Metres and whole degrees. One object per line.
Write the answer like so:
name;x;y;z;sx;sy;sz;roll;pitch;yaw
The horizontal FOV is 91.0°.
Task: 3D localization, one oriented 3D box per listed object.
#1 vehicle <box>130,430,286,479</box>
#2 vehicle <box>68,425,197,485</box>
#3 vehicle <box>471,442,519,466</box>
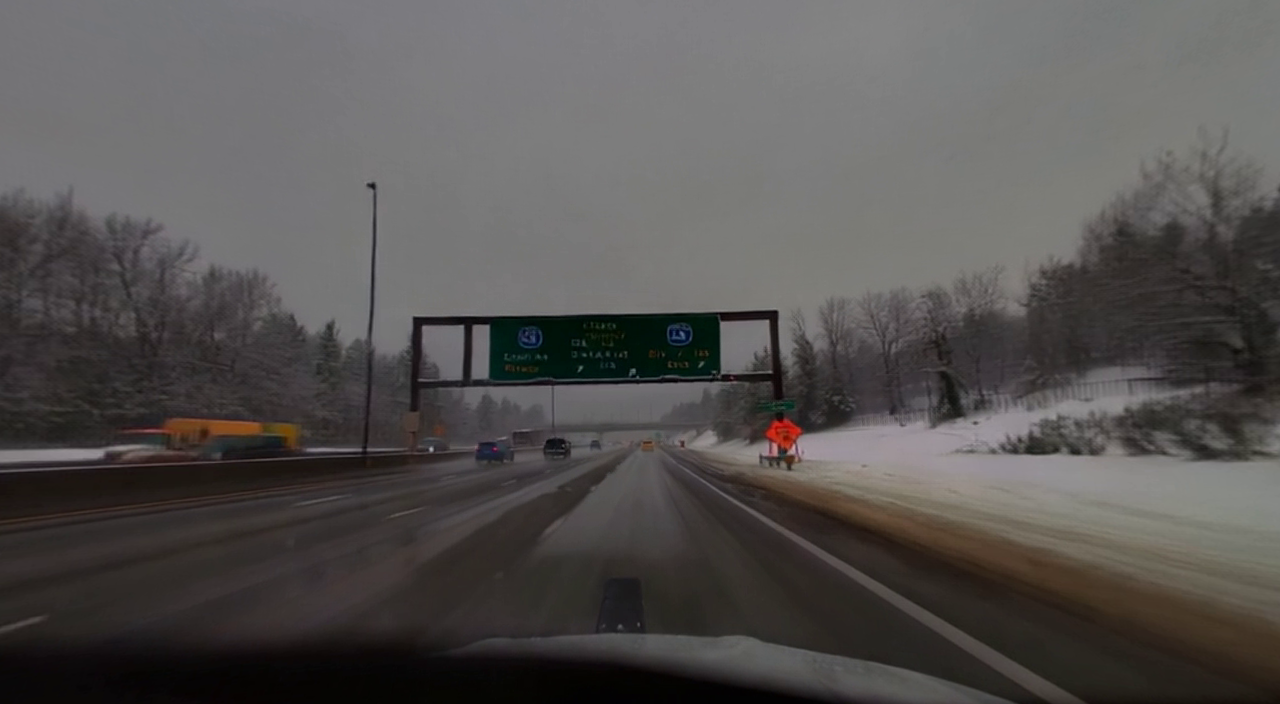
vehicle;-18.791;4.528;27.979;2.447;1.910;6.271;0;-9;0
vehicle;-30.049;6.091;37.620;3.063;3.267;5.329;0;-8;1
vehicle;-9.762;6.880;42.747;2.122;1.511;4.576;0;-9;0
